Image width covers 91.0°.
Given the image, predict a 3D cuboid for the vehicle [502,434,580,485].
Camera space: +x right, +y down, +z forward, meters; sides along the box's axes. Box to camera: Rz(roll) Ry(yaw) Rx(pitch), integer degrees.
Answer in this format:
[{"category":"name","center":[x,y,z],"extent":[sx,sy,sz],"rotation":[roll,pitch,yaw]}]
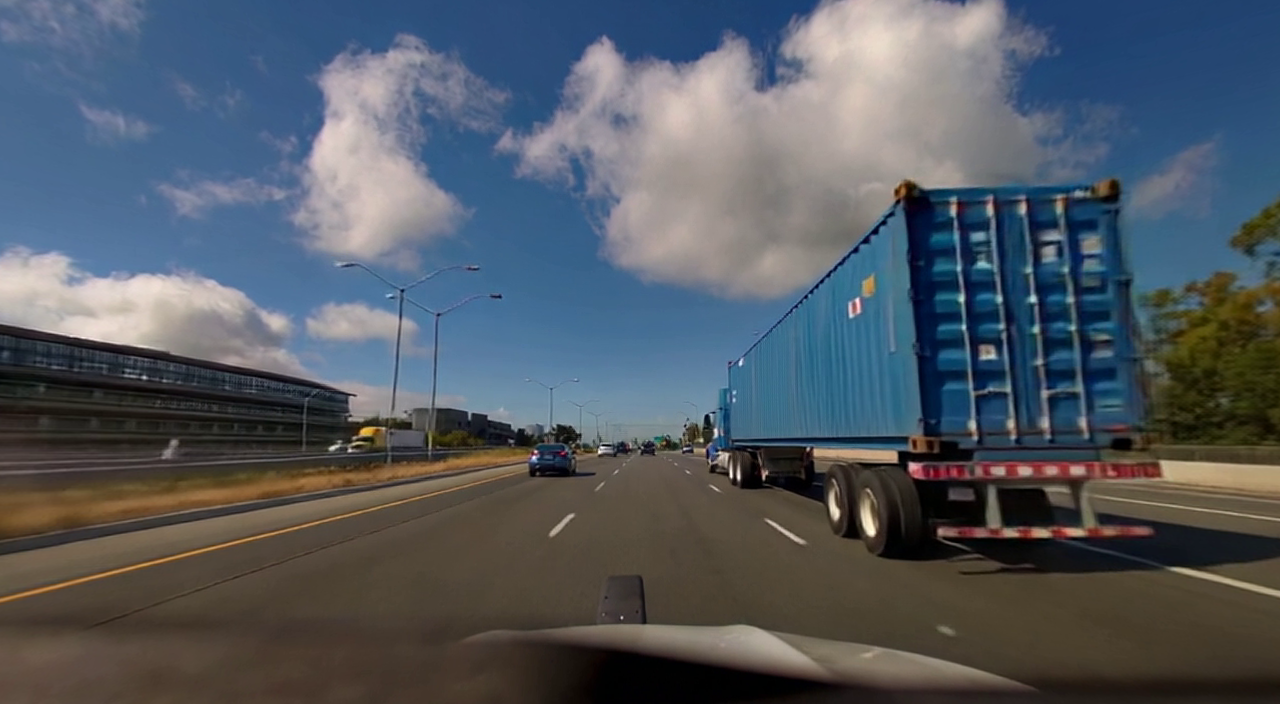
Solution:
[{"category":"vehicle","center":[-3.223,3.598,21.287],"extent":[1.954,1.528,4.010],"rotation":[0,-9,0]}]

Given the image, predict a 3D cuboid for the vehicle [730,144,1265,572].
[{"category":"vehicle","center":[4.151,0.952,12.572],"extent":[2.893,3.992,13.605],"rotation":[0,-8,1]}]
